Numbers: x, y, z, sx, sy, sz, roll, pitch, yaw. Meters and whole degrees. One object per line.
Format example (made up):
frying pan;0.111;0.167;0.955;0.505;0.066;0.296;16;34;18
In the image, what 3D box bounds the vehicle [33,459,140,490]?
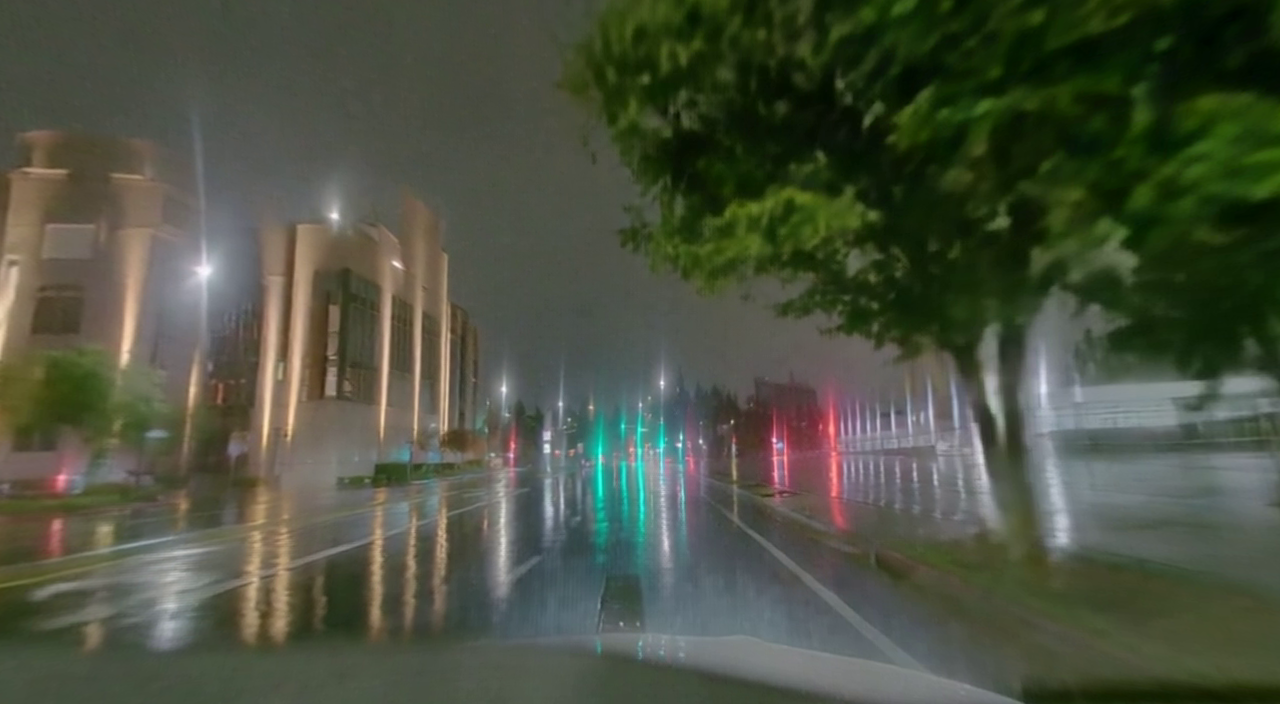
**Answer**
vehicle;-32.641;7.231;37.273;4.308;1.598;1.891;0;-8;-8
